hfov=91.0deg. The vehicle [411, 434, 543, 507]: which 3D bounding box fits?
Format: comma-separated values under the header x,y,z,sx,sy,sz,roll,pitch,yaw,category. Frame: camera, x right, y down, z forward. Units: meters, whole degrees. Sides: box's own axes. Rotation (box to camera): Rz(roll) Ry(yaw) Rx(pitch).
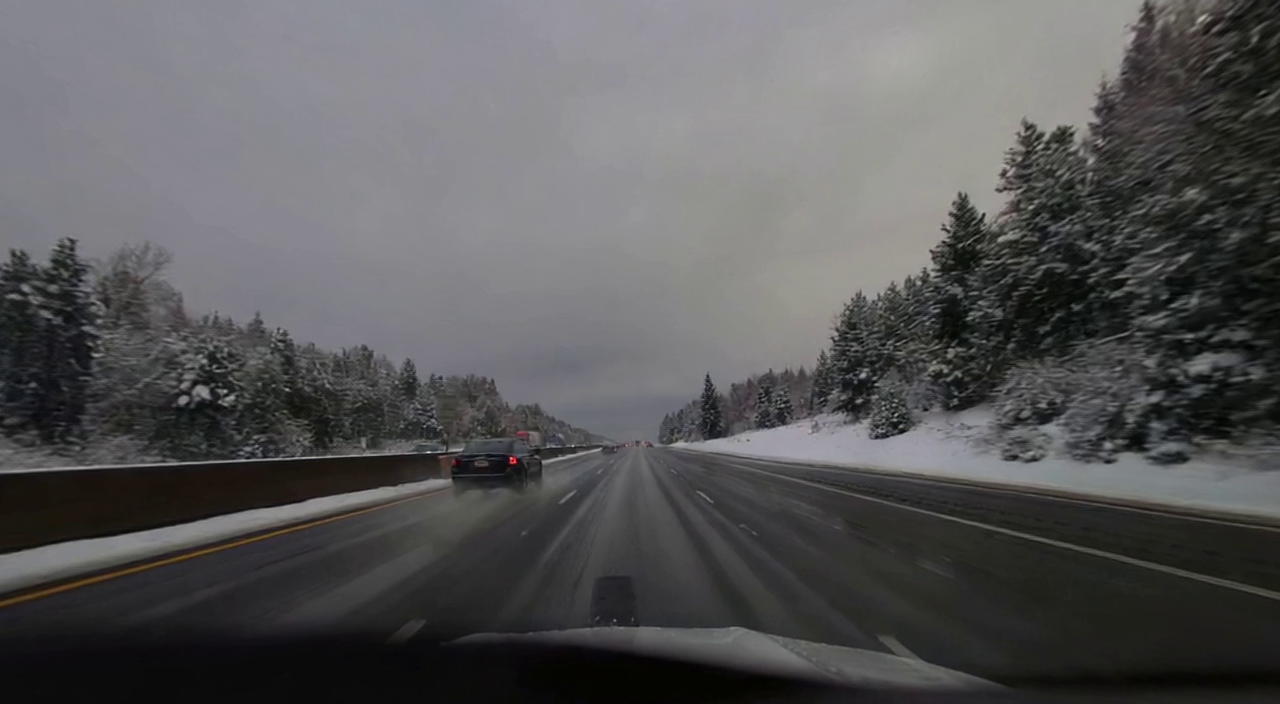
x,y,z,sx,sy,sz,roll,pitch,yaw,category
-3.912,2.922,16.037,2.158,1.562,4.373,-1,-8,1,vehicle
